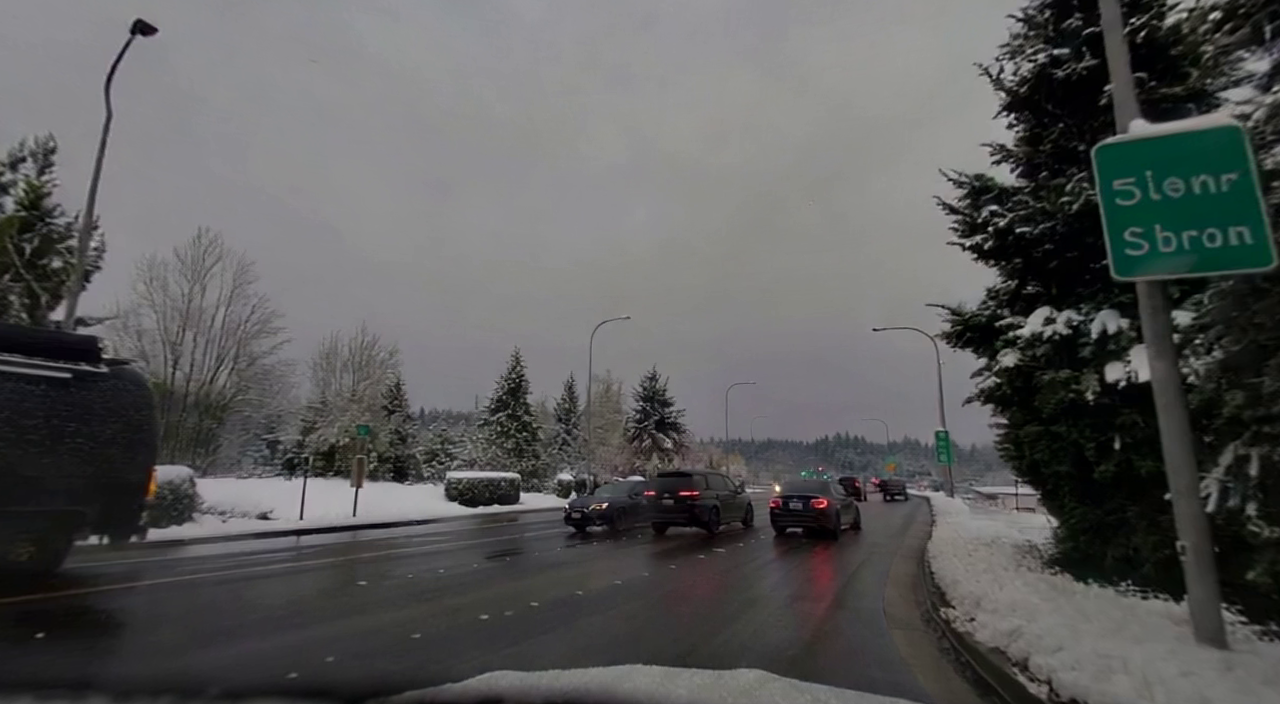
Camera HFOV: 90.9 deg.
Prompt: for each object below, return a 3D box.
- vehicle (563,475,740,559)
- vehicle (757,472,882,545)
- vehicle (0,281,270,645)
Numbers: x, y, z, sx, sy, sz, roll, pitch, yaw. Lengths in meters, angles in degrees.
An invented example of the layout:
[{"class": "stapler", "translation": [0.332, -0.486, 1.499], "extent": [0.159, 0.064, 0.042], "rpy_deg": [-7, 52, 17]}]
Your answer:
[{"class": "vehicle", "translation": [0.509, 3.516, 14.067], "extent": [2.030, 1.441, 4.806], "rpy_deg": [-4, -12, 26]}, {"class": "vehicle", "translation": [4.609, 3.785, 15.736], "extent": [2.129, 1.471, 4.258], "rpy_deg": [-4, -12, 27]}, {"class": "vehicle", "translation": [-7.557, 0.918, 5.539], "extent": [2.616, 3.316, 6.739], "rpy_deg": [-4, -12, 27]}]
